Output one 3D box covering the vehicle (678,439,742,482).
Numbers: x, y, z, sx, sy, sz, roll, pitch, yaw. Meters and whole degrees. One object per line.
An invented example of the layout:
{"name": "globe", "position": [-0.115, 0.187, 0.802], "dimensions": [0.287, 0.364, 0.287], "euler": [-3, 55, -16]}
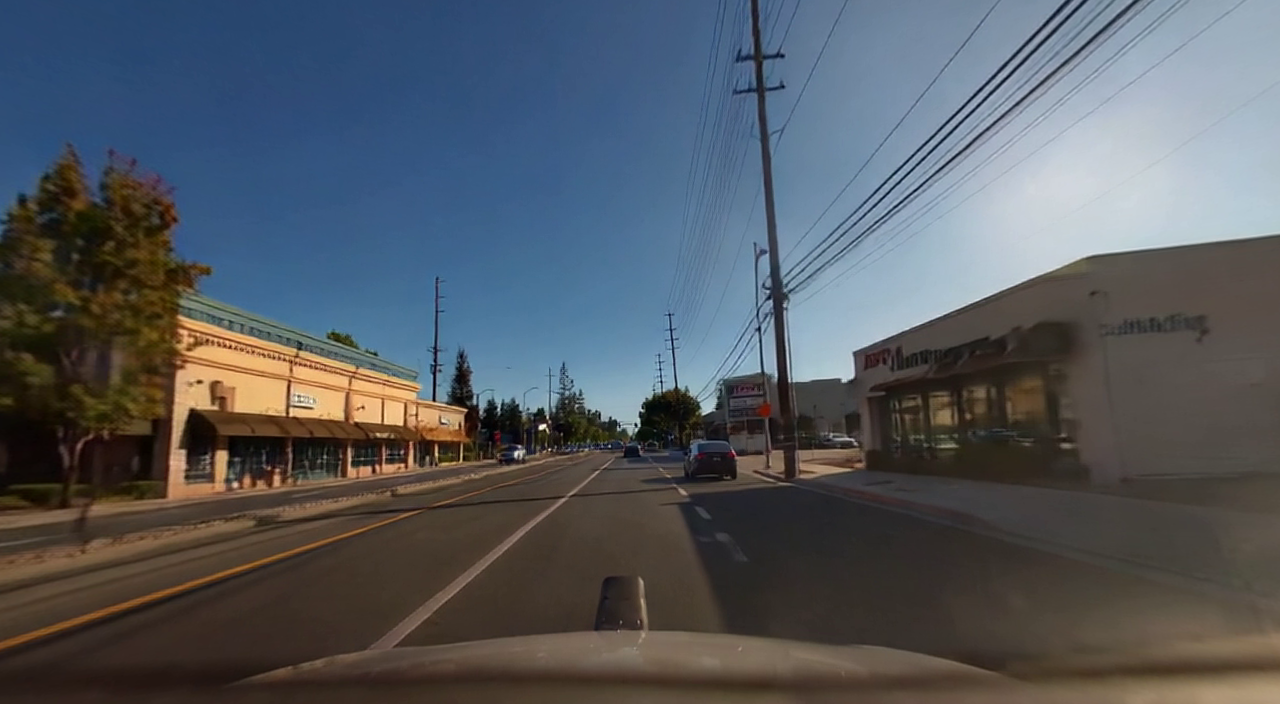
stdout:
{"name": "vehicle", "position": [2.633, 4.192, 24.648], "dimensions": [1.975, 1.497, 3.647], "euler": [0, -9, -1]}
